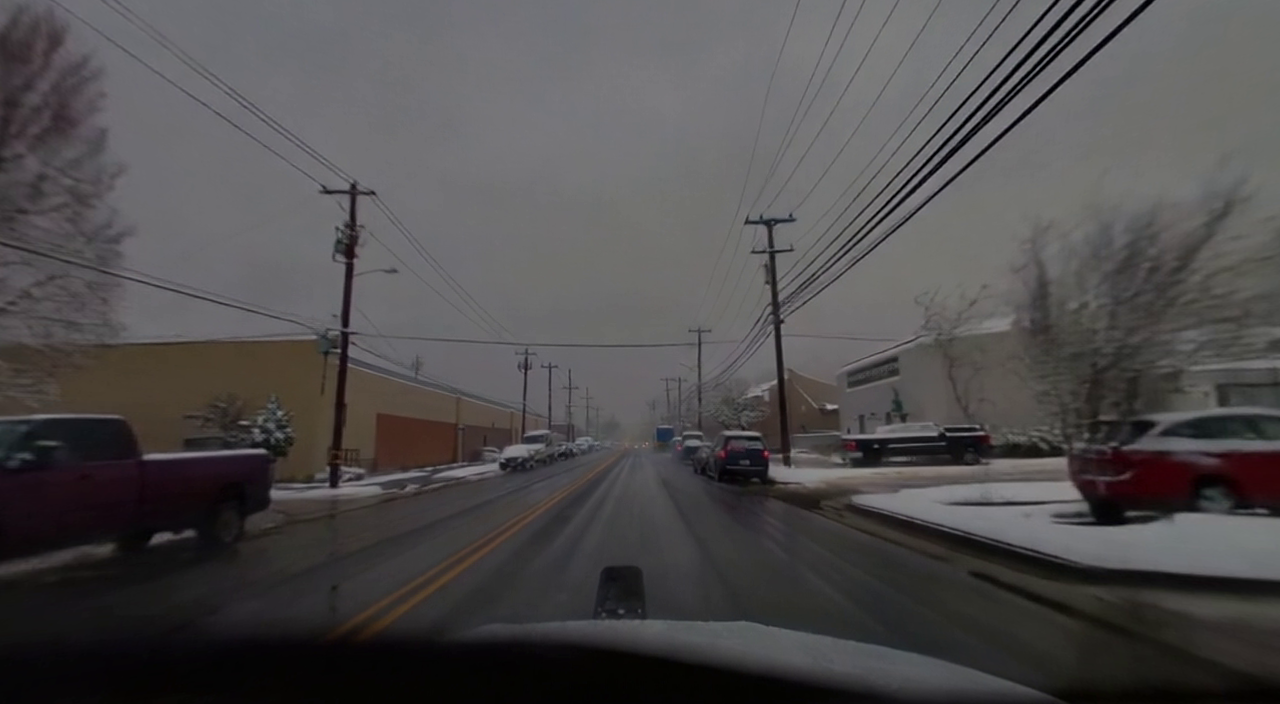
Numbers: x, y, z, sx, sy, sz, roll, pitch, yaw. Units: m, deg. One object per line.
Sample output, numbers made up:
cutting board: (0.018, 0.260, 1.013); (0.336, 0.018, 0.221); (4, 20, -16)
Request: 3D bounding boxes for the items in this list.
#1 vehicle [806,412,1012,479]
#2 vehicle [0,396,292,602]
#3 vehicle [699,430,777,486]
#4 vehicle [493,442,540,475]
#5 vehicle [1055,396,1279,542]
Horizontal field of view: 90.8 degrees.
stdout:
vehicle: (10.962, 3.888, 26.317); (7.236, 2.219, 2.674); (-3, -8, 0)
vehicle: (-7.950, 1.927, 8.988); (2.530, 2.110, 6.445); (-3, -8, -2)
vehicle: (3.751, 4.205, 25.379); (2.333, 1.967, 6.008); (0, -8, 2)
vehicle: (-7.846, 6.786, 40.514); (2.123, 1.802, 4.486); (-4, -8, -2)
vehicle: (8.915, 1.616, 9.035); (4.406, 1.822, 2.071); (0, -8, 1)
